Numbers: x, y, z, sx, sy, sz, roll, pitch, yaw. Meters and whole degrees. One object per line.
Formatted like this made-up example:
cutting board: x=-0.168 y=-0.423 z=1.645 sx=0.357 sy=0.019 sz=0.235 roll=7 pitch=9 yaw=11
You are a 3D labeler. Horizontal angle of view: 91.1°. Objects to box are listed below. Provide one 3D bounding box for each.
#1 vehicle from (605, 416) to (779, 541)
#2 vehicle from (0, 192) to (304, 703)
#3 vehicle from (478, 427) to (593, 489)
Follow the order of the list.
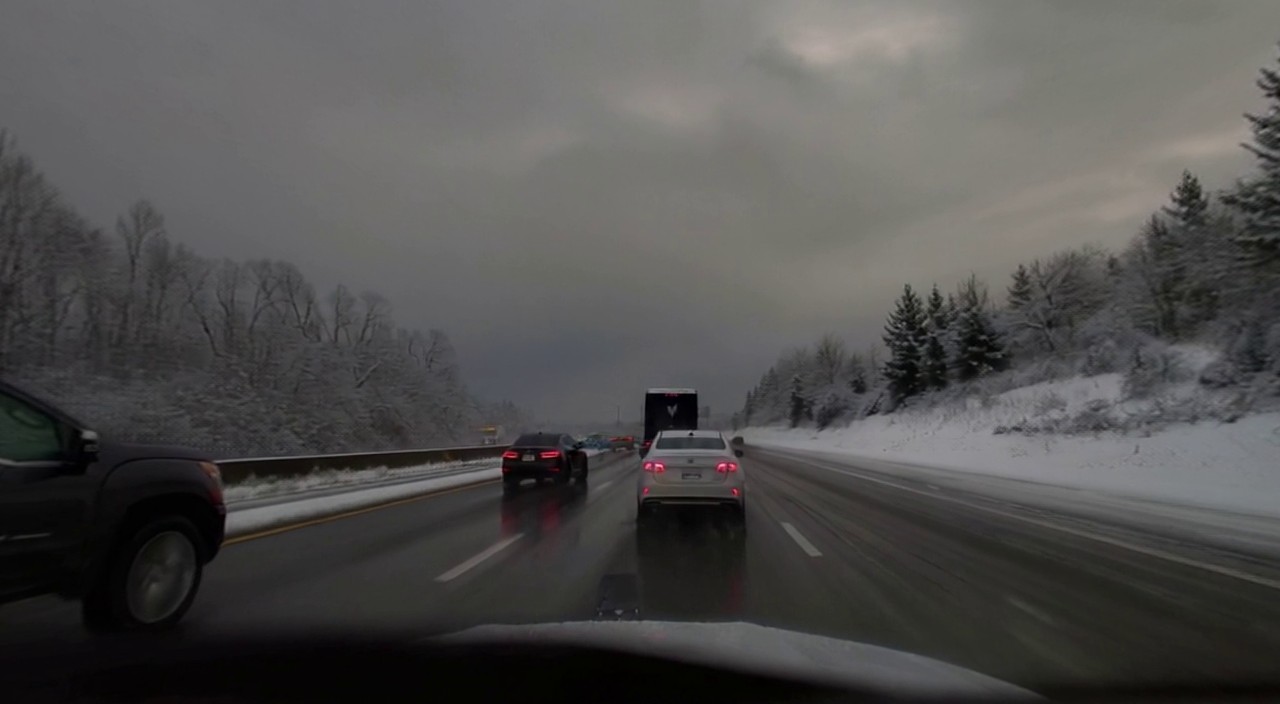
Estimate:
vehicle: x=0.805 y=1.804 z=9.720 sx=2.089 sy=1.485 sz=4.153 roll=-1 pitch=-8 yaw=5
vehicle: x=-4.160 y=0.413 z=2.249 sx=2.386 sy=2.435 sz=5.831 roll=-1 pitch=-8 yaw=4
vehicle: x=-2.676 y=2.834 z=17.281 sx=2.087 sy=1.457 sz=4.313 roll=-1 pitch=-8 yaw=5
